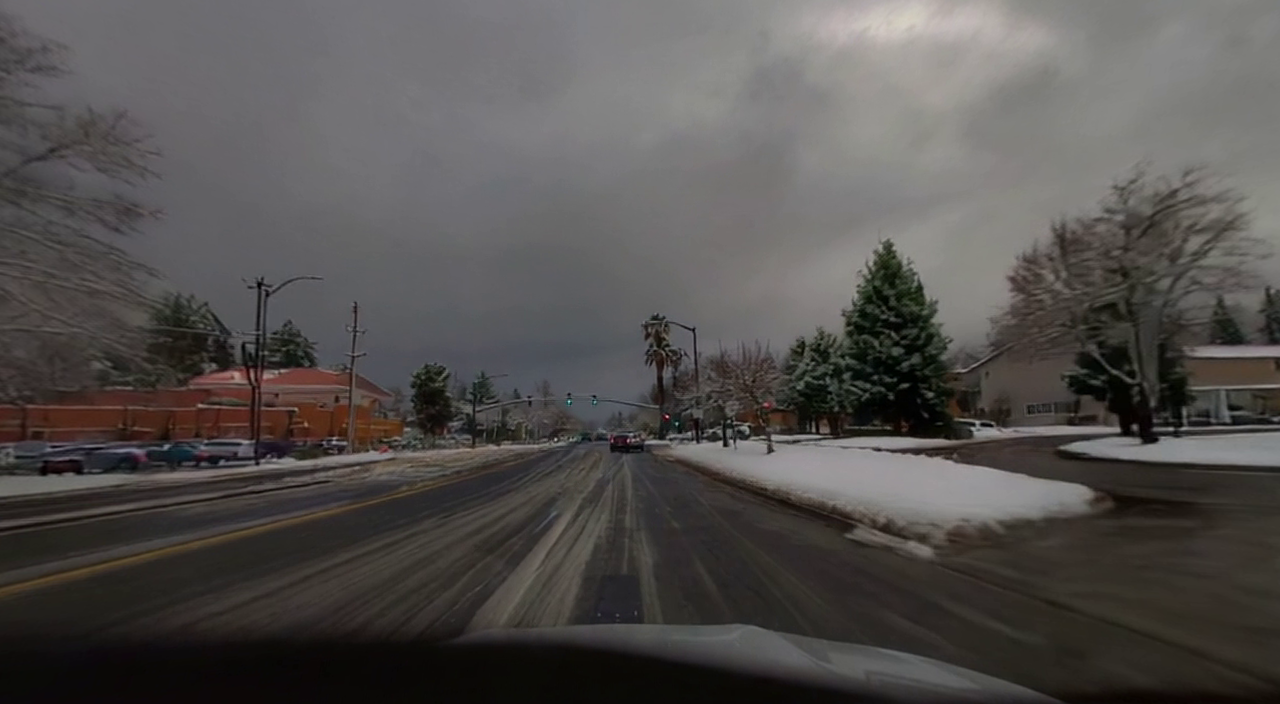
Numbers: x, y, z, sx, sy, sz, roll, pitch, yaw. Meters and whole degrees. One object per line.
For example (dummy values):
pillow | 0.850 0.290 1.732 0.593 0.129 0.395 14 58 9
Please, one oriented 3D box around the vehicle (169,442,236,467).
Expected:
vehicle | -29.623 6.929 42.938 1.812 1.585 3.938 0 -8 -3

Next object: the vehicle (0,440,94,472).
vehicle | -40.630 7.054 43.383 1.945 1.840 5.062 -4 -7 -2

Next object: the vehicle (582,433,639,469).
vehicle | -1.265 4.514 29.018 2.060 1.526 3.859 -1 -8 6

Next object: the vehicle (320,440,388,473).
vehicle | -14.412 5.202 31.709 1.903 1.487 4.784 6 -11 -38

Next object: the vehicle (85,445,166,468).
vehicle | -35.160 7.155 43.340 1.940 1.474 4.384 0 -8 -1

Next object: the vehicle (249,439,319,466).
vehicle | -24.489 6.885 43.634 1.974 1.470 4.892 -4 -7 1

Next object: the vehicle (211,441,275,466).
vehicle | -27.120 6.923 43.327 1.816 1.586 3.958 0 -8 -1
